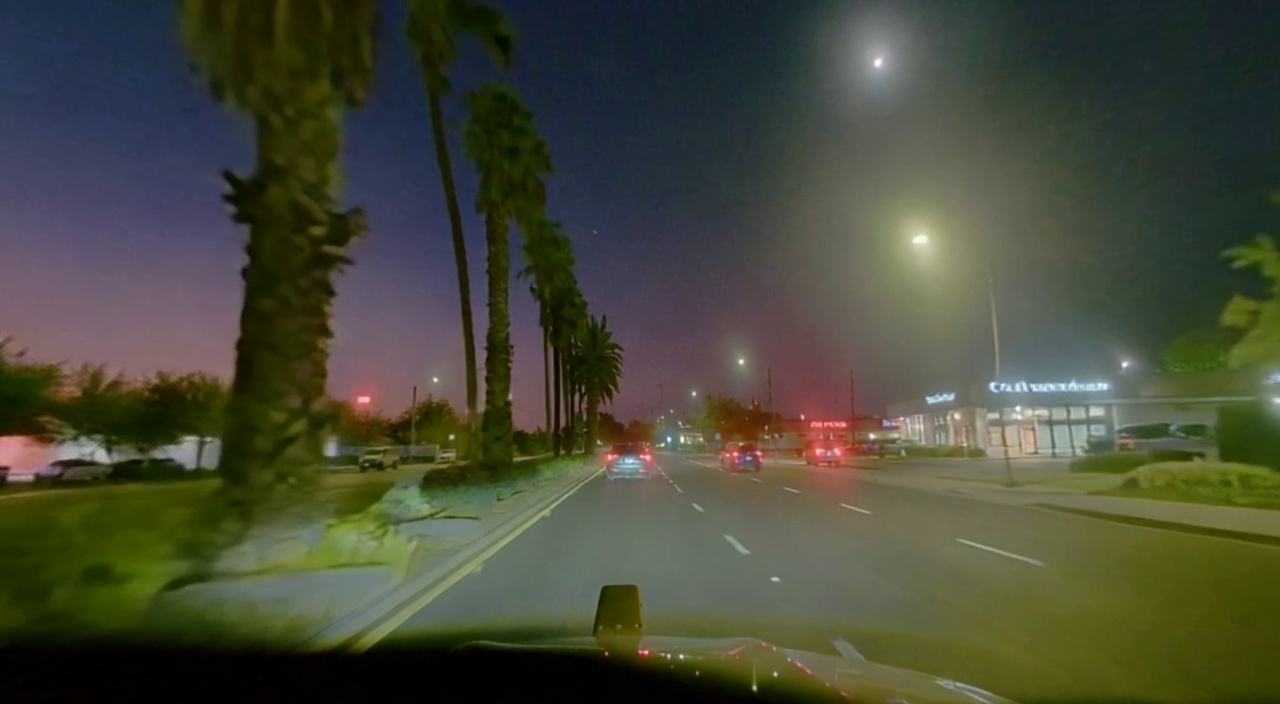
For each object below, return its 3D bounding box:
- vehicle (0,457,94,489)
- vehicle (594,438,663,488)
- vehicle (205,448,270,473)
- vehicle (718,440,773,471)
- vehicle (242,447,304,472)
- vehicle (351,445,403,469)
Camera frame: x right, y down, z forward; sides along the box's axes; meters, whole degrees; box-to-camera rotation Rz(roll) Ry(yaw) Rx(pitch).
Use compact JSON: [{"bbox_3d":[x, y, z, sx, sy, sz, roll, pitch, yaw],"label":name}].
[{"bbox_3d":[-30.152,5.985,31.269,4.345,1.476,1.937,1,-9,-3],"label":"vehicle"},{"bbox_3d":[-0.345,3.665,21.174,2.106,1.496,3.964,0,-9,0],"label":"vehicle"},{"bbox_3d":[-29.791,8.010,46.928,2.011,1.753,4.066,0,-9,2],"label":"vehicle"},{"bbox_3d":[6.014,5.944,36.459,2.244,1.618,4.585,0,-9,-2],"label":"vehicle"},{"bbox_3d":[-26.980,7.863,46.561,1.934,1.736,4.341,0,-9,0],"label":"vehicle"},{"bbox_3d":[-19.255,7.656,46.434,2.021,1.666,4.247,0,-9,-1],"label":"vehicle"}]
